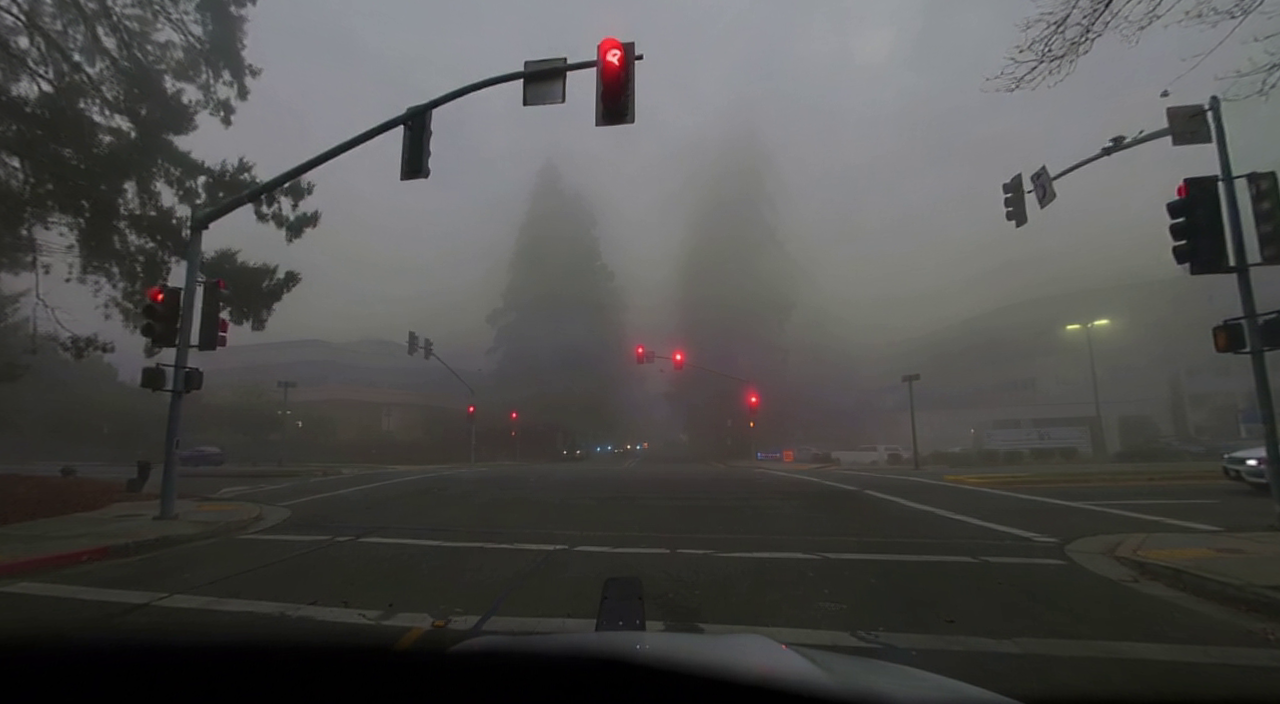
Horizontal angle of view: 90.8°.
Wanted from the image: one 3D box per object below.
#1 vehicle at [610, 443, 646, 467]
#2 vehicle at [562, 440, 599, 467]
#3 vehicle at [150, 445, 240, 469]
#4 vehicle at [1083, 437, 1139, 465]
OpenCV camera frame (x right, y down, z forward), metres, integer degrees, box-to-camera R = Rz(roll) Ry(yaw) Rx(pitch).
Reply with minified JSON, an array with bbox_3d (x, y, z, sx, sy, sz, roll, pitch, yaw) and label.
[{"bbox_3d":[-0.839,6.831,41.991,2.056,1.492,3.937,1,-9,-6],"label":"vehicle"},{"bbox_3d":[-4.091,7.106,44.293,2.251,1.756,4.610,0,-9,-2],"label":"vehicle"},{"bbox_3d":[-27.408,6.467,38.944,4.628,1.414,1.897,-3,-9,15],"label":"vehicle"},{"bbox_3d":[26.984,5.660,36.135,2.092,1.474,4.046,-8,-11,41],"label":"vehicle"}]
